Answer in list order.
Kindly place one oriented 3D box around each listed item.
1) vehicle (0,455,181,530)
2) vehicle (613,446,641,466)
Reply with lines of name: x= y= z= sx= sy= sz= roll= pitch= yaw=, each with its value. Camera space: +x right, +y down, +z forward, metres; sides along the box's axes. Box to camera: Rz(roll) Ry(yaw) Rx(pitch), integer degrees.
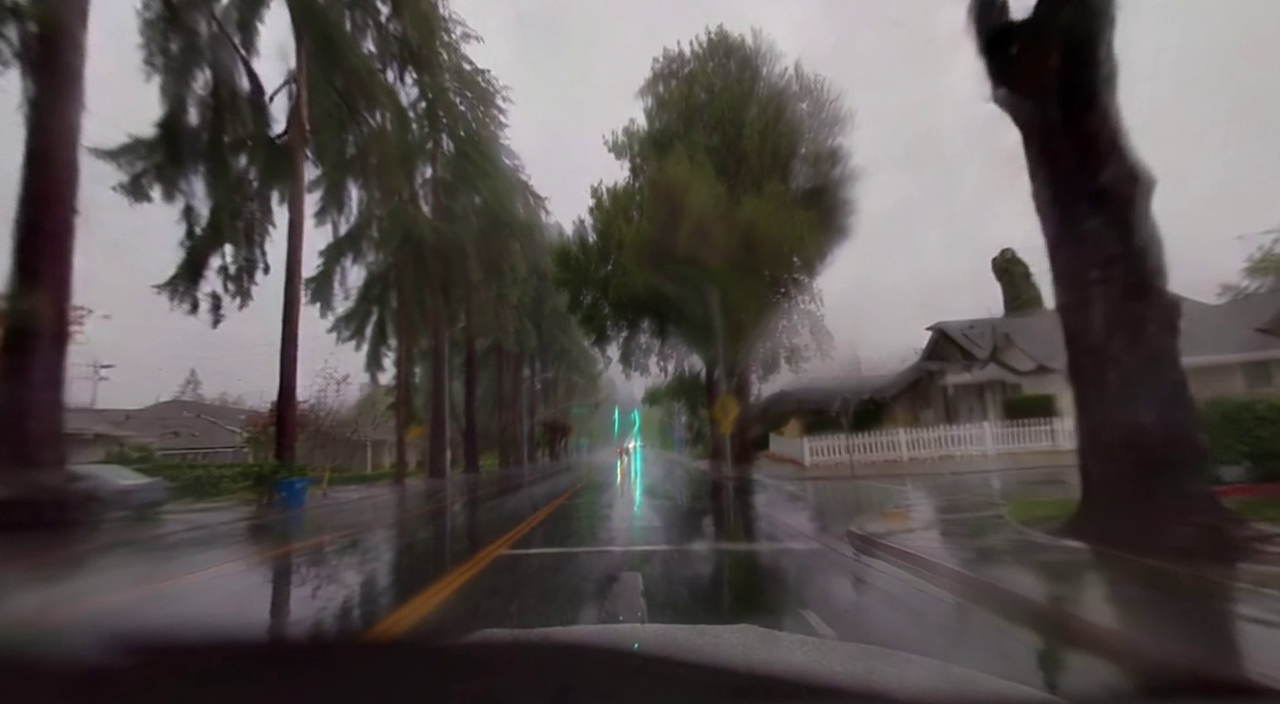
vehicle: x=-16.079 y=3.911 z=17.748 sx=2.043 sy=1.803 sz=4.631 roll=-12 pitch=-13 yaw=37
vehicle: x=-1.000 y=8.134 z=49.722 sx=2.104 sy=1.500 sz=3.815 roll=0 pitch=-9 yaw=-1
